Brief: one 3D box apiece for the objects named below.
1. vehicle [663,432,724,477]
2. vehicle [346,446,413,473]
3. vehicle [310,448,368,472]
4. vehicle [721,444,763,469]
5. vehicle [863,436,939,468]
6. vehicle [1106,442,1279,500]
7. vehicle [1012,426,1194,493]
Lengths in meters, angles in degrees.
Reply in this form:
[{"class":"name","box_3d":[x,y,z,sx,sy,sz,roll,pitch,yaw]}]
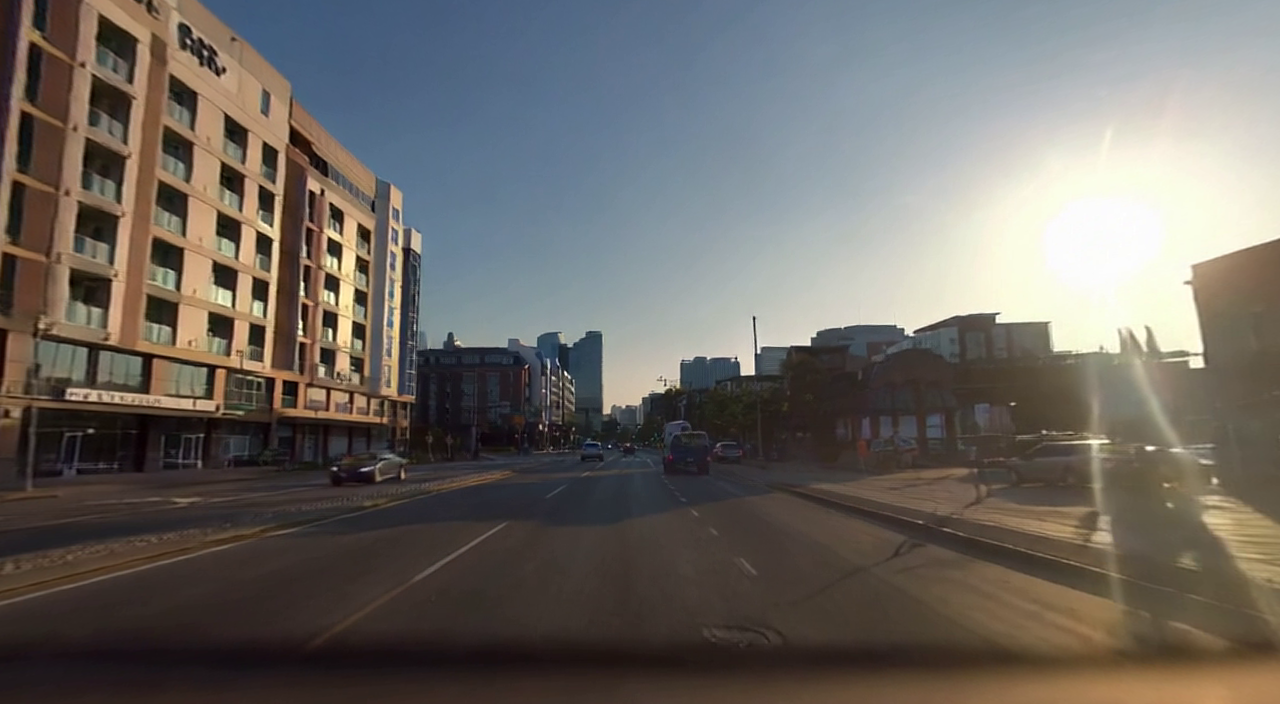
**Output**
[{"class":"vehicle","box_3d":[2.238,4.472,27.834,2.130,1.787,5.126,0,-9,-1]},{"class":"vehicle","box_3d":[-15.415,6.365,37.647,2.019,1.471,4.513,0,-9,0]},{"class":"vehicle","box_3d":[-20.645,7.400,43.534,1.843,1.551,4.221,0,-9,1]},{"class":"vehicle","box_3d":[6.289,6.508,39.483,1.795,1.459,4.333,0,-9,-2]},{"class":"vehicle","box_3d":[14.418,5.549,35.194,1.975,1.648,4.451,1,-8,-5]},{"class":"vehicle","box_3d":[17.125,3.583,19.586,1.933,1.463,4.205,-2,-8,-3]},{"class":"vehicle","box_3d":[14.218,3.365,19.916,2.019,1.819,4.909,0,-9,1]}]
